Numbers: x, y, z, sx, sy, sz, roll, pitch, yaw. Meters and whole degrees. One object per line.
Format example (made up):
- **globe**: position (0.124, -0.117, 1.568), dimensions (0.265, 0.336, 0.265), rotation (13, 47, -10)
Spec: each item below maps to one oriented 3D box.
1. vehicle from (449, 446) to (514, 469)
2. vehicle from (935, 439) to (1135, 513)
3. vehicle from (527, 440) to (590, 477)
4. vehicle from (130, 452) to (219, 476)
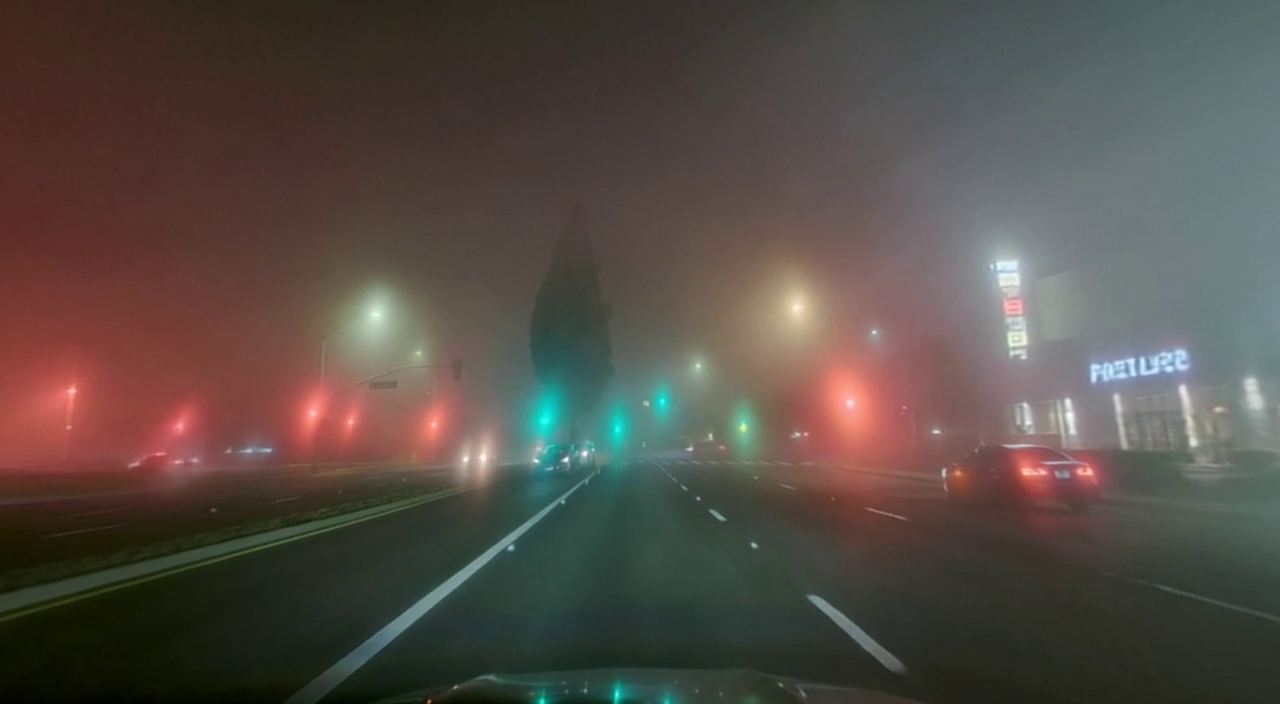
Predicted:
- **vehicle**: position (-10.620, 7.074, 42.623), dimensions (1.873, 1.485, 4.382), rotation (-4, -9, 24)
- **vehicle**: position (8.959, 2.820, 14.883), dimensions (1.936, 1.460, 4.258), rotation (0, -8, 0)
- **vehicle**: position (-3.507, 4.711, 28.128), dimensions (2.121, 1.481, 4.708), rotation (0, -8, 1)
- **vehicle**: position (-32.050, 7.677, 43.514), dimensions (5.228, 1.539, 2.009), rotation (-3, -9, 16)
